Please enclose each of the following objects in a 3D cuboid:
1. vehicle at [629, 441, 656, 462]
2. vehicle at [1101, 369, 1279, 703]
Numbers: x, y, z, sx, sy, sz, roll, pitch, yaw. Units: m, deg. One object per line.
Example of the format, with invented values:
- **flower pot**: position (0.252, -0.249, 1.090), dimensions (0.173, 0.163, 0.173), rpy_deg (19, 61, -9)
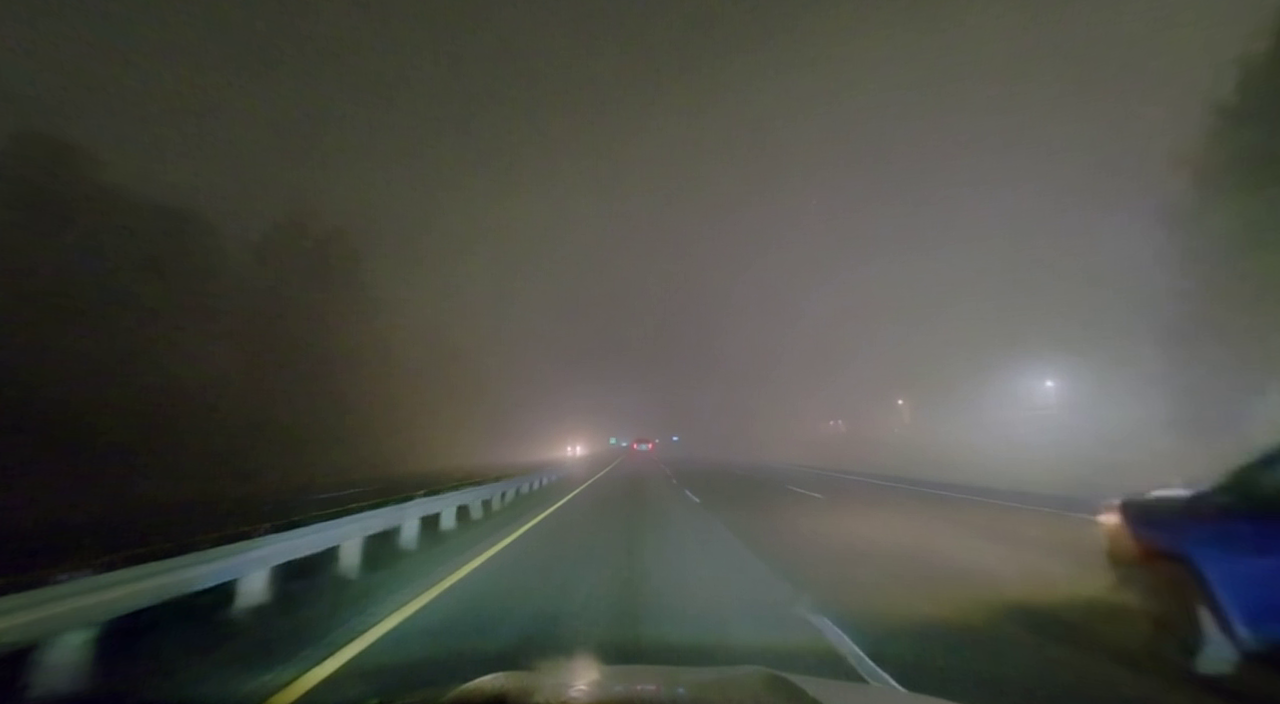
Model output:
- **vehicle**: position (0.212, 7.546, 47.909), dimensions (2.009, 1.554, 4.013), rpy_deg (0, -8, 0)
- **vehicle**: position (3.939, 0.743, 1.903), dimensions (2.037, 1.609, 4.036), rpy_deg (0, -8, 1)
